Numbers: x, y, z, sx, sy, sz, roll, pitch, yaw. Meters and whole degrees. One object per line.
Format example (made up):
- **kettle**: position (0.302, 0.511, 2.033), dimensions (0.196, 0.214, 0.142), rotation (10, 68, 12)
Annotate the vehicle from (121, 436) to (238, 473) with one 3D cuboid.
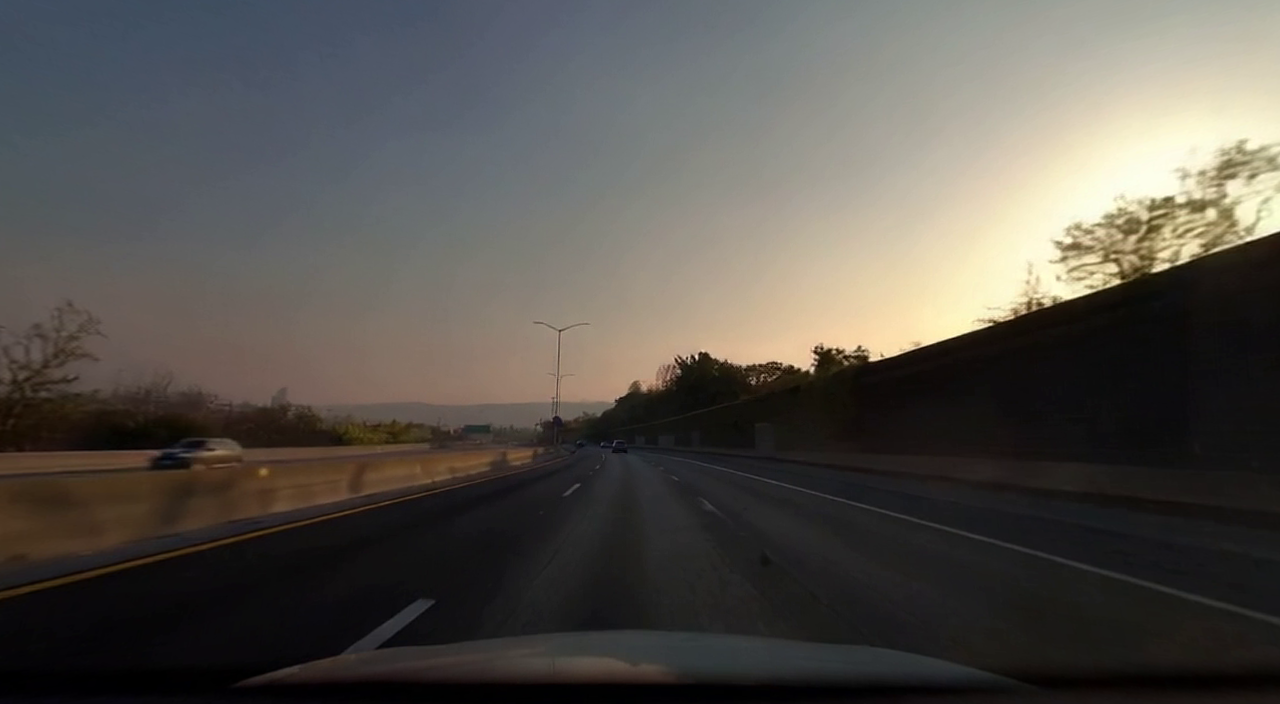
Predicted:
- **vehicle**: position (-20.387, 4.562, 28.085), dimensions (1.874, 1.478, 4.507), rotation (0, -8, -1)
